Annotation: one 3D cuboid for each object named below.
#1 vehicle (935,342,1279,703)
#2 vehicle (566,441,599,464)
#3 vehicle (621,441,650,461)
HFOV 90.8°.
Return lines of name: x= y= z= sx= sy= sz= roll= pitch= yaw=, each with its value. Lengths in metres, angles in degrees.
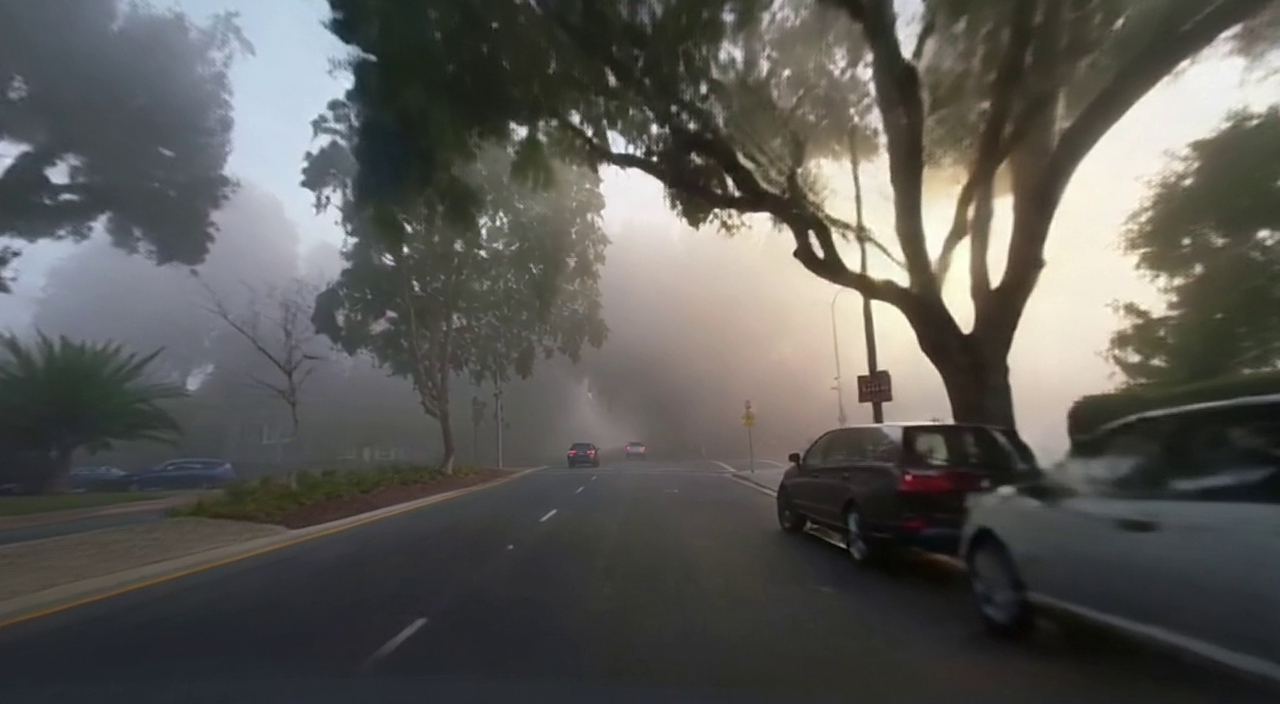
vehicle: x=3.538 y=0.912 z=2.892 sx=2.113 sy=1.760 sz=4.432 roll=0 pitch=-9 yaw=-1
vehicle: x=-4.294 y=7.584 z=47.766 sx=2.129 sy=1.668 sz=4.722 roll=0 pitch=-9 yaw=0
vehicle: x=-0.388 y=7.775 z=49.680 sx=2.142 sy=1.548 sz=4.273 roll=0 pitch=-9 yaw=-1
